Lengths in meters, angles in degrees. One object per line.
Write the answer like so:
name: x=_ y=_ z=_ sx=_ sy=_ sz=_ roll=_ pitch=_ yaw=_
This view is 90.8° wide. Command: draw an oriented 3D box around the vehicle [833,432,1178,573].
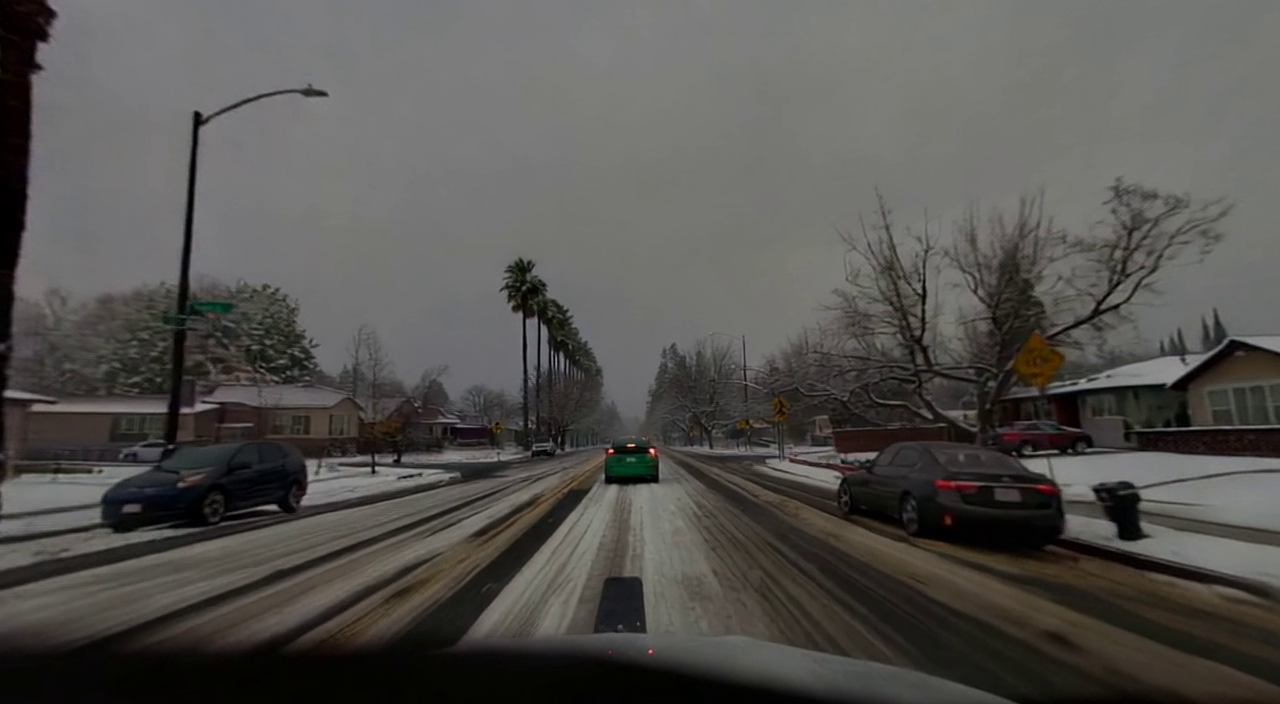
vehicle: x=4.773 y=2.030 z=9.512 sx=2.013 sy=1.501 sz=5.235 roll=0 pitch=-9 yaw=-1

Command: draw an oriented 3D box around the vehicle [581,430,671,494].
vehicle: x=-0.381 y=2.888 z=16.853 sx=2.098 sy=1.483 sz=4.099 roll=0 pitch=-9 yaw=-2

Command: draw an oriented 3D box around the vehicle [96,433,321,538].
vehicle: x=-8.688 y=2.631 z=13.287 sx=1.945 sy=1.666 sz=4.107 roll=-3 pitch=-6 yaw=-1
